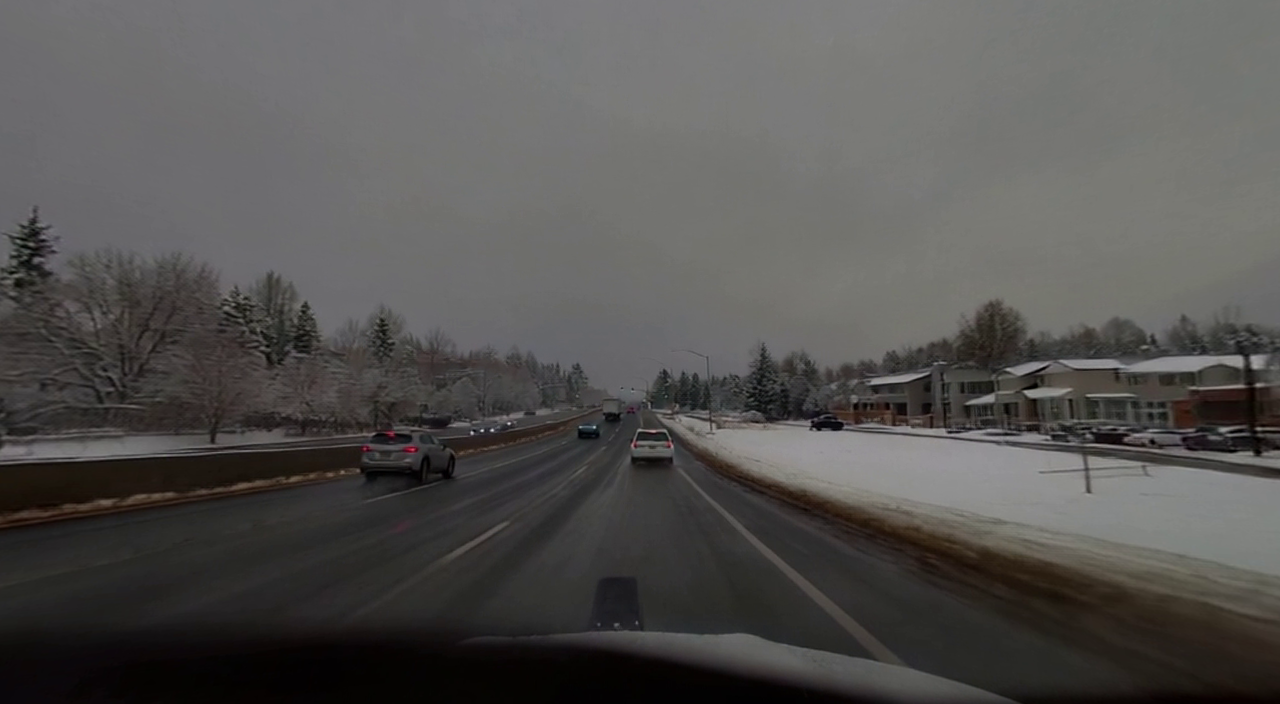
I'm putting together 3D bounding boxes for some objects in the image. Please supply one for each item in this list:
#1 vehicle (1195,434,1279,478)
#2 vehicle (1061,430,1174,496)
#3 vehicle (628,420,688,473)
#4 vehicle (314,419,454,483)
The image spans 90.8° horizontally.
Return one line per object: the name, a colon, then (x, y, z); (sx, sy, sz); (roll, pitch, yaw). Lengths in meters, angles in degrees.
vehicle: (29.477, 5.040, 30.981); (2.059, 1.942, 4.496); (-6, -9, 25)
vehicle: (18.305, 4.165, 24.480); (1.849, 1.958, 4.453); (0, -3, 14)
vehicle: (0.642, 3.666, 24.451); (2.125, 1.830, 4.370); (0, -9, 0)
vehicle: (-7.441, 2.981, 19.043); (1.997, 1.650, 5.090); (0, -9, 1)
